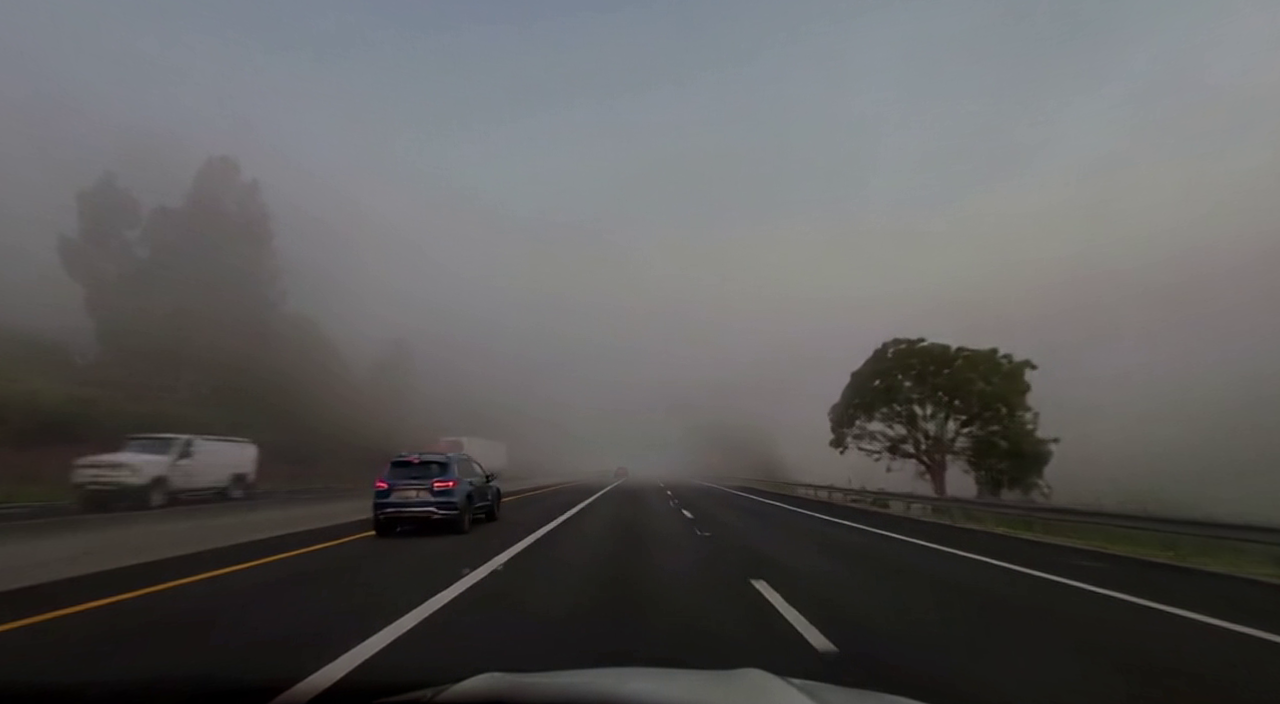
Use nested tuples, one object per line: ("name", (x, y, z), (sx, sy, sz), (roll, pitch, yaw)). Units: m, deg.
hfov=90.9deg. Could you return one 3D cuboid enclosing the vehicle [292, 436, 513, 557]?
("vehicle", (-3.855, 2.486, 11.353), (2.053, 1.657, 4.725), (1, -11, 1))
